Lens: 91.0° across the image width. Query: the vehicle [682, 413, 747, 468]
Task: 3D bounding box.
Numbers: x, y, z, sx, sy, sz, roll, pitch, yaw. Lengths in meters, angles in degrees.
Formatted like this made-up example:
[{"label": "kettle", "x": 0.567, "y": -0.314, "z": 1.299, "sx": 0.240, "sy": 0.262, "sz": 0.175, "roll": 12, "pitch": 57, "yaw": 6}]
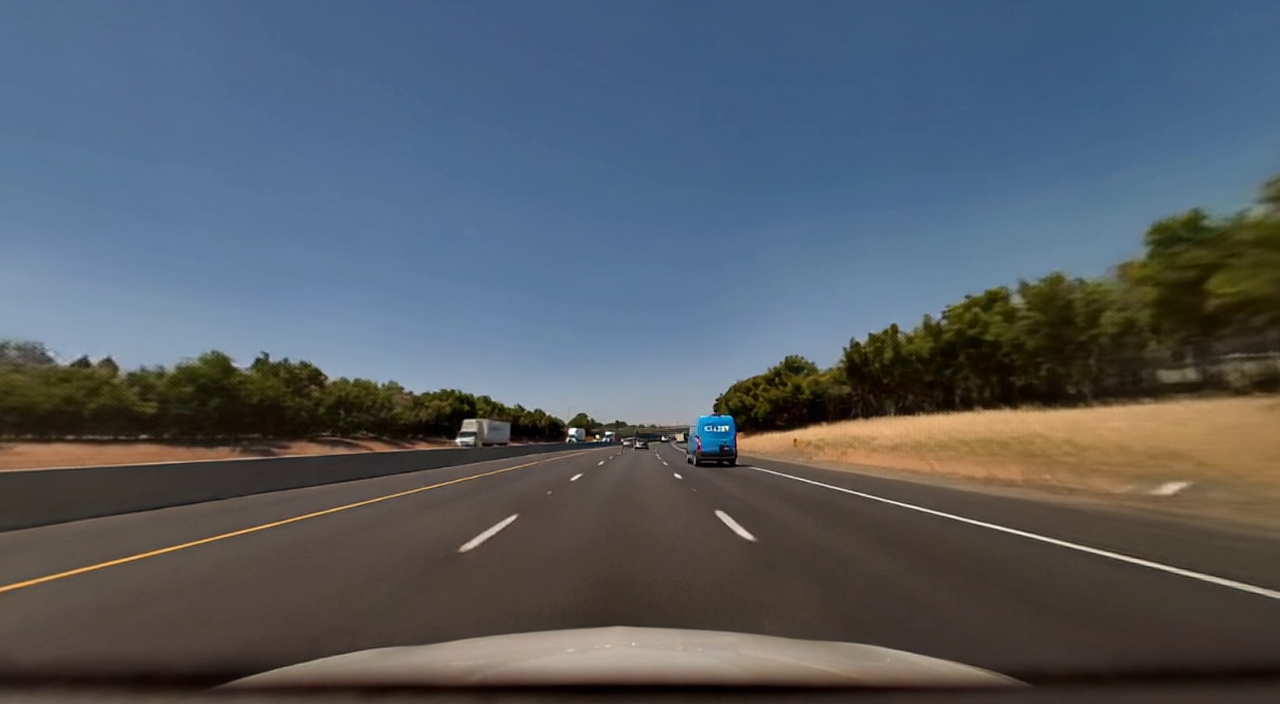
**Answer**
[{"label": "vehicle", "x": 3.718, "y": 4.590, "z": 32.712, "sx": 2.485, "sy": 2.562, "sz": 5.535, "roll": 0, "pitch": -8, "yaw": -2}]
